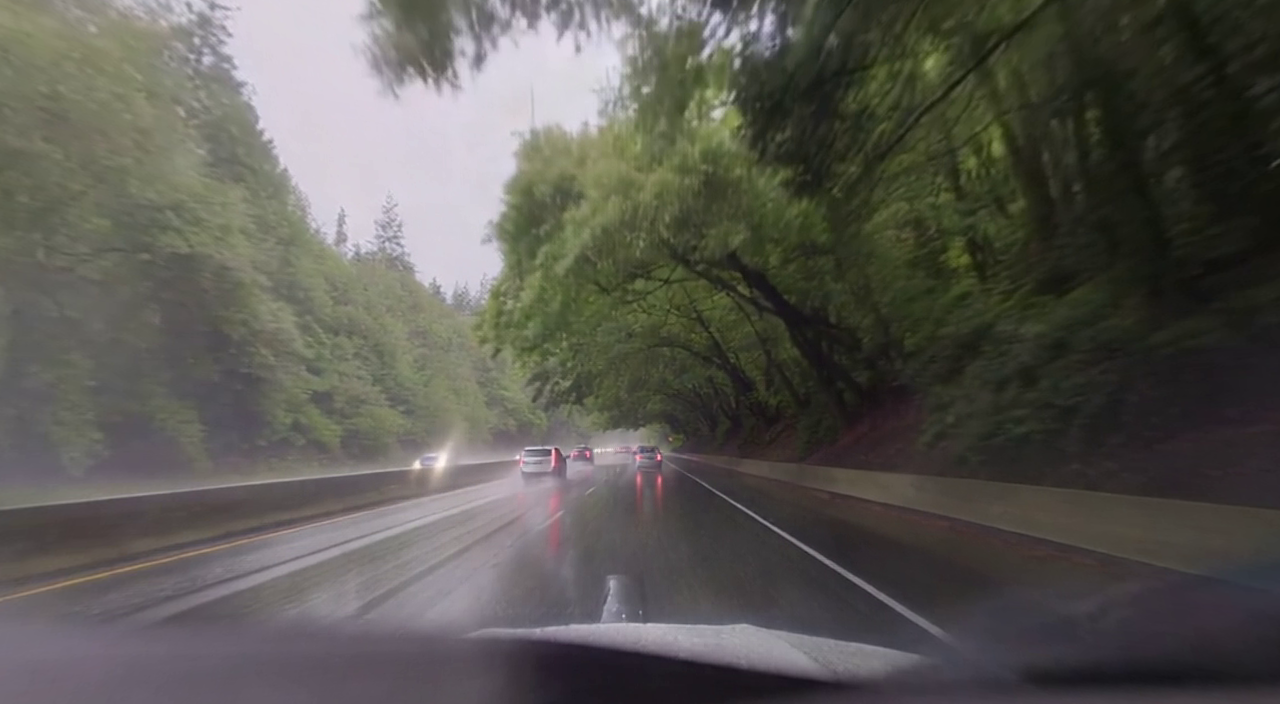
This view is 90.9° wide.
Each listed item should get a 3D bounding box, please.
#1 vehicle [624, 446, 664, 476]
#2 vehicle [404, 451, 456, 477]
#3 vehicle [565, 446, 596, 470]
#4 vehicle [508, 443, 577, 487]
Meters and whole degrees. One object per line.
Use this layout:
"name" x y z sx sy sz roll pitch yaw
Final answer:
"vehicle" 0.205 5.778 33.608 2.001 1.490 3.914 0 -9 0
"vehicle" -12.249 6.542 36.963 1.733 1.407 3.713 0 -9 0
"vehicle" -4.189 7.499 44.859 1.834 1.615 3.624 0 -9 1
"vehicle" -3.616 4.266 24.018 1.978 1.538 3.755 0 -9 1
